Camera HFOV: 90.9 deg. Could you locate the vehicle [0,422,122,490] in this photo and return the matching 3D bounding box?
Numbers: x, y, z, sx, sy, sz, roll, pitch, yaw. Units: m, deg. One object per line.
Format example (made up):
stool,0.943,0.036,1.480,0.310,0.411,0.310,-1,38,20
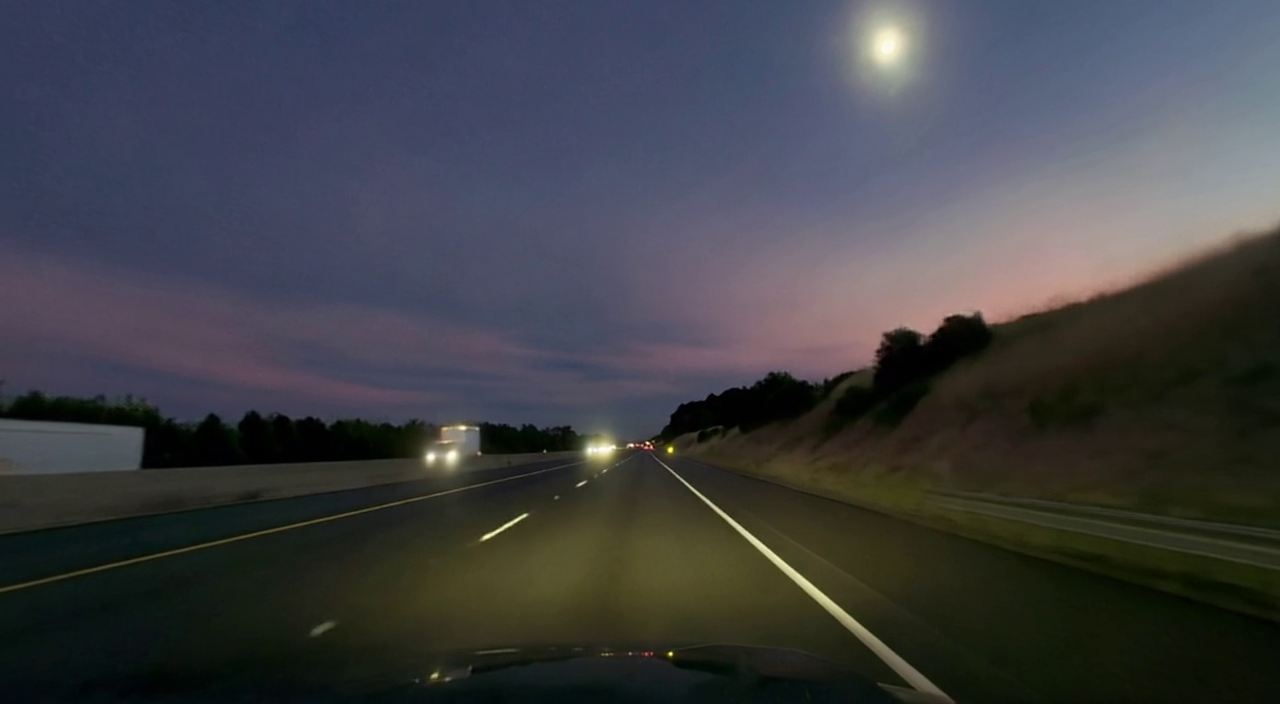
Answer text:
vehicle,-40.997,6.455,39.235,4.331,4.091,18.781,1,-8,-9
